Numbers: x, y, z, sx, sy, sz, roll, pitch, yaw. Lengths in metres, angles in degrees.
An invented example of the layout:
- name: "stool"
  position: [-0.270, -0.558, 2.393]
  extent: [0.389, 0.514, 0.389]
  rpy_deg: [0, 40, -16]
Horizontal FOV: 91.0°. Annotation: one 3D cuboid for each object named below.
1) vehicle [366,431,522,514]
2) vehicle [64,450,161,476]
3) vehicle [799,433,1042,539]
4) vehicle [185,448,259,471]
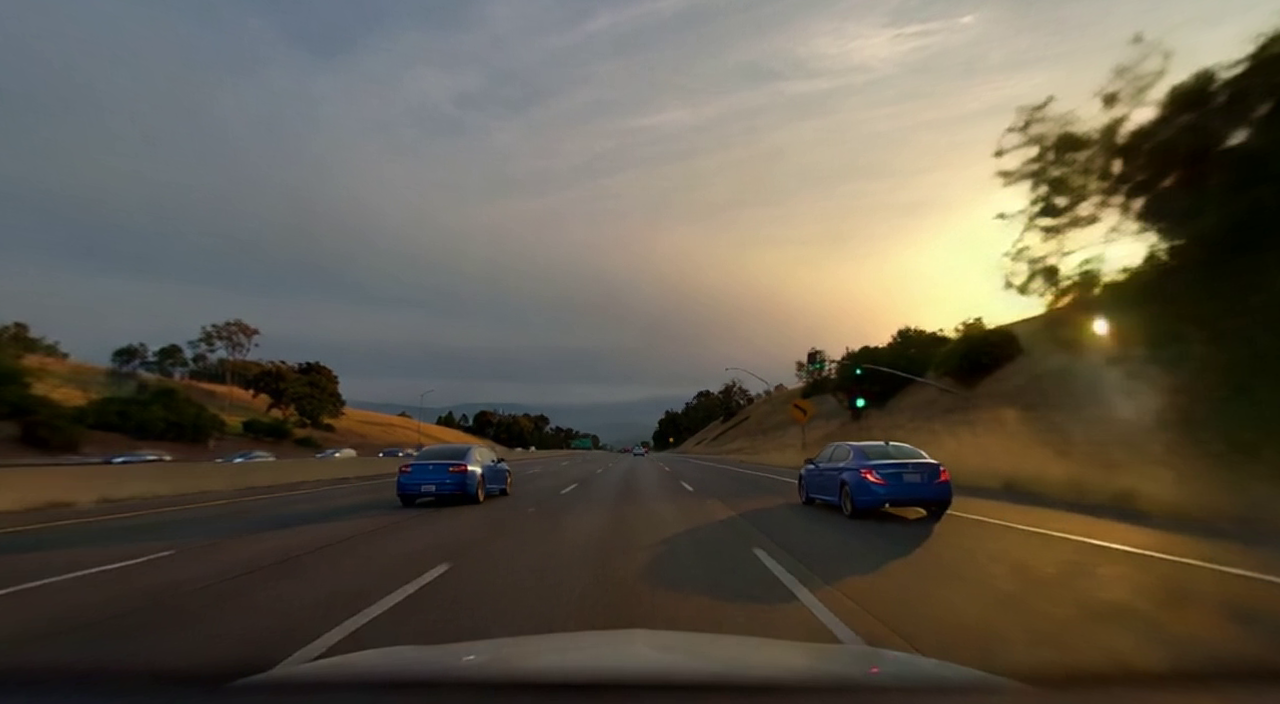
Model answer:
- name: "vehicle"
  position: [-4.067, 2.578, 14.002]
  extent: [1.987, 1.516, 4.478]
  rpy_deg: [0, -9, 0]
- name: "vehicle"
  position: [-32.875, 6.921, 39.421]
  extent: [1.949, 1.465, 4.795]
  rpy_deg: [0, -9, 0]
- name: "vehicle"
  position: [4.575, 2.256, 11.322]
  extent: [2.049, 1.481, 4.774]
  rpy_deg: [0, -9, -2]
- name: "vehicle"
  position: [-28.723, 7.393, 43.440]
  extent: [1.827, 1.473, 4.641]
  rpy_deg: [0, -9, 1]
